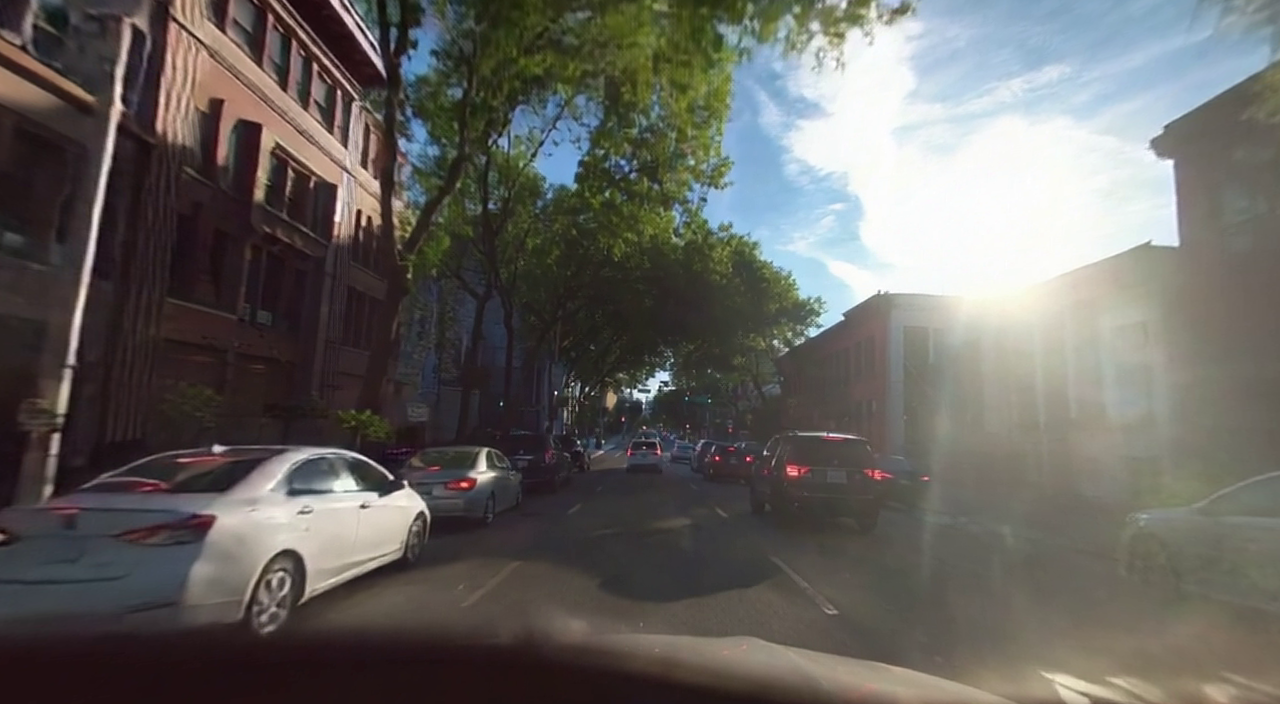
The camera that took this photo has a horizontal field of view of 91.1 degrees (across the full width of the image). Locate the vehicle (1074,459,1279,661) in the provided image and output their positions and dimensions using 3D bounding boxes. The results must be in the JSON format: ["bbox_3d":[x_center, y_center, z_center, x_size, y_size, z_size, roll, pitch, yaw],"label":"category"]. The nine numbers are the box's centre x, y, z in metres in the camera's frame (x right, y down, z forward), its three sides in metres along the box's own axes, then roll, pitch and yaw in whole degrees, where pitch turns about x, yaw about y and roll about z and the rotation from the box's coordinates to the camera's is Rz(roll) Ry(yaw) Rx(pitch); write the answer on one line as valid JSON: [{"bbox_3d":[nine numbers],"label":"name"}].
[{"bbox_3d":[6.362,1.844,5.683,1.913,1.624,4.116,0,-8,1],"label":"vehicle"}]

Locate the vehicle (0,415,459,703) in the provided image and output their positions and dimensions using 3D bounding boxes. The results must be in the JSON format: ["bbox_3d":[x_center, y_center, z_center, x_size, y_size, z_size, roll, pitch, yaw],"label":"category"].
[{"bbox_3d":[-3.243,1.388,5.401,1.863,1.466,4.416,0,-8,3],"label":"vehicle"}]

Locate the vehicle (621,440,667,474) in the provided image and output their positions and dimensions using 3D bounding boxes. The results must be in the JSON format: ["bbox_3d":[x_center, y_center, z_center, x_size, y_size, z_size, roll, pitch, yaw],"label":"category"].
[{"bbox_3d":[0.192,4.812,28.930,2.007,1.460,3.923,0,-8,1],"label":"vehicle"}]

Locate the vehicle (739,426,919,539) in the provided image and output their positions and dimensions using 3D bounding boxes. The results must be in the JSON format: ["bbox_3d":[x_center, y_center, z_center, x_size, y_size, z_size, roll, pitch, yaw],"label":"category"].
[{"bbox_3d":[3.252,2.334,11.921,2.002,1.707,4.547,0,-8,0],"label":"vehicle"}]

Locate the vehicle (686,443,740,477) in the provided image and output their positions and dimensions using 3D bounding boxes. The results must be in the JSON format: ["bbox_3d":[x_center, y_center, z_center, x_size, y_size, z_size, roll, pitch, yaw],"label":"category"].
[{"bbox_3d":[3.351,5.042,29.677,1.966,1.475,4.528,0,-8,-1],"label":"vehicle"}]
